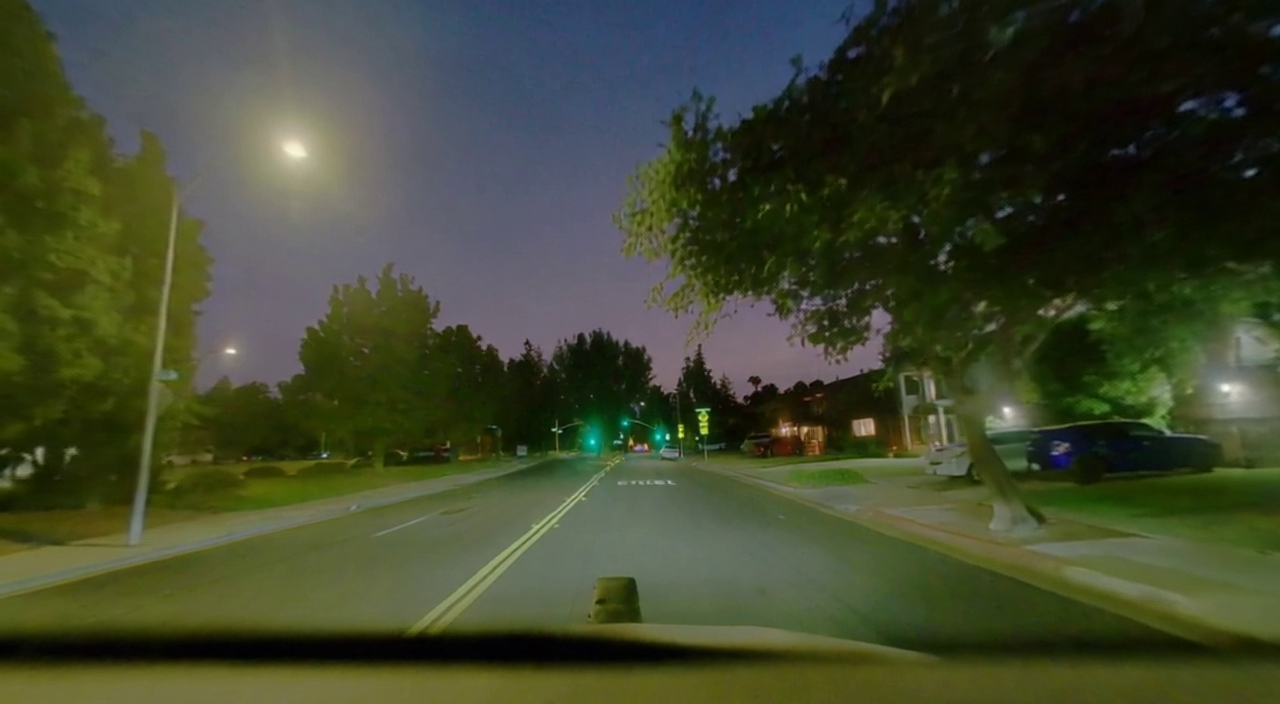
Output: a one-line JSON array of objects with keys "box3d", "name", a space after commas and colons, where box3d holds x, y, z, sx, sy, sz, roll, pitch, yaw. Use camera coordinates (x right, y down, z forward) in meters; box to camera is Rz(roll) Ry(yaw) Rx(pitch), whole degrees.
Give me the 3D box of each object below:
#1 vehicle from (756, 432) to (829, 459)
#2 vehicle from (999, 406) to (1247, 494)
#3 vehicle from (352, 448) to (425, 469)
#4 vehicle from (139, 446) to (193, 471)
[{"box3d": [11.078, 6.821, 45.997, 4.750, 1.658, 1.902, -2, -10, 0], "name": "vehicle"}, {"box3d": [10.579, 2.159, 14.077, 3.933, 1.645, 1.832, -2, -8, -2], "name": "vehicle"}, {"box3d": [-19.181, 8.126, 48.312, 4.691, 1.483, 1.955, 8, -12, -44], "name": "vehicle"}, {"box3d": [-35.854, 8.093, 47.691, 4.938, 1.720, 1.926, -9, -14, 39], "name": "vehicle"}]
